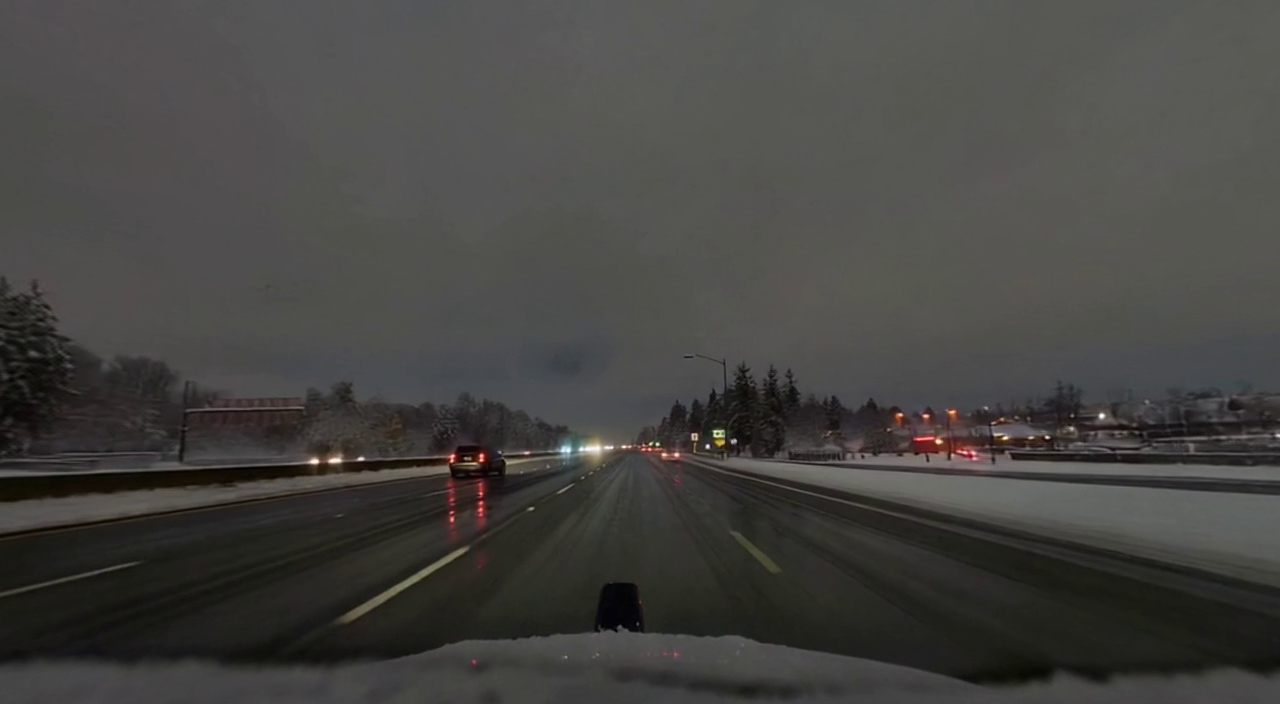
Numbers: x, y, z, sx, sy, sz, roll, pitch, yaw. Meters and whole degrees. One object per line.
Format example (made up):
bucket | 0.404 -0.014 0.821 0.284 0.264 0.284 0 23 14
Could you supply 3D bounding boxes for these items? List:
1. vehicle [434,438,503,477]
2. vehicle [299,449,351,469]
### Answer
vehicle | -8.077 4.986 30.141 2.089 1.724 4.327 0 -9 0
vehicle | -24.791 8.408 49.917 1.786 1.482 4.453 0 -8 0
